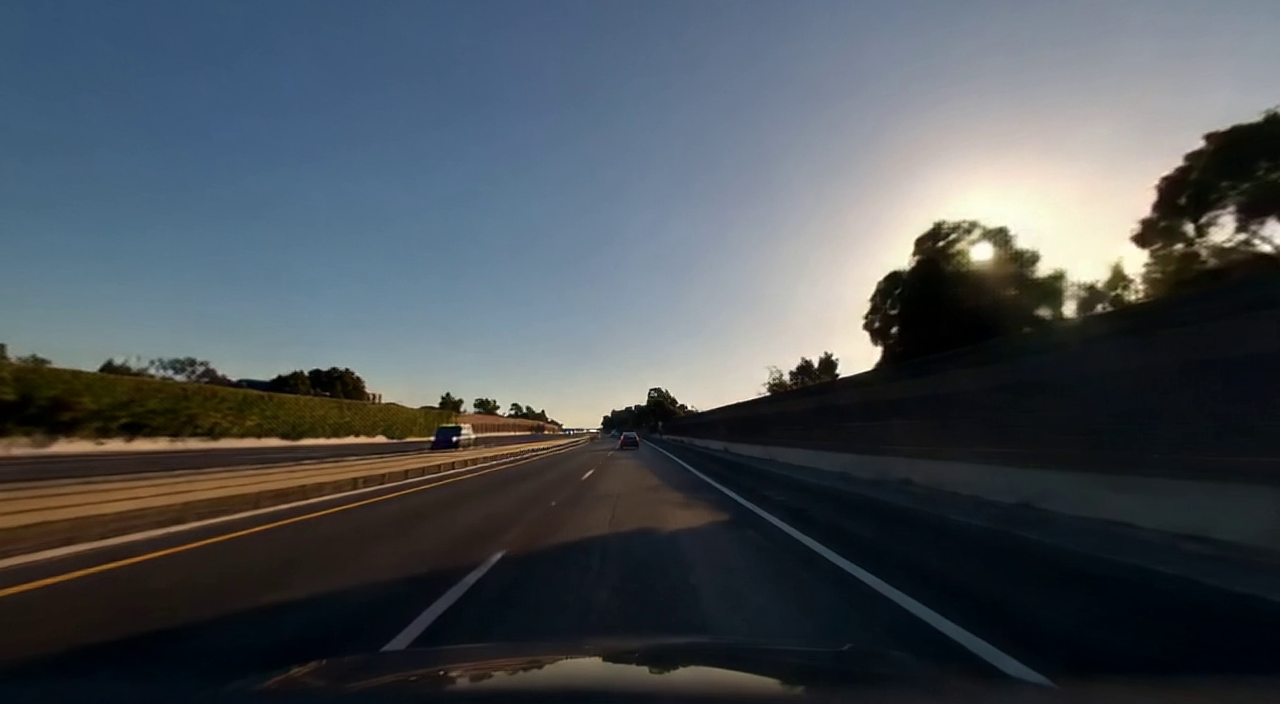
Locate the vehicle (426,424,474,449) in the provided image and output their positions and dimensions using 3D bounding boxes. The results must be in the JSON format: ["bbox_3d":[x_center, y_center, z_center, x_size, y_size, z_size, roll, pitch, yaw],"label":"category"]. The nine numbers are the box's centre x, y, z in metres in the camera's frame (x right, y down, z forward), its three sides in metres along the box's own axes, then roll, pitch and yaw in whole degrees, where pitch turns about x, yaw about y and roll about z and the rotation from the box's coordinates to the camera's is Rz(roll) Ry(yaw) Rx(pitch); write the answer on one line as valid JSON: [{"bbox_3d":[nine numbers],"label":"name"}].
[{"bbox_3d":[-13.308,5.958,44.234,1.906,1.617,4.606,0,-8,1],"label":"vehicle"}]
